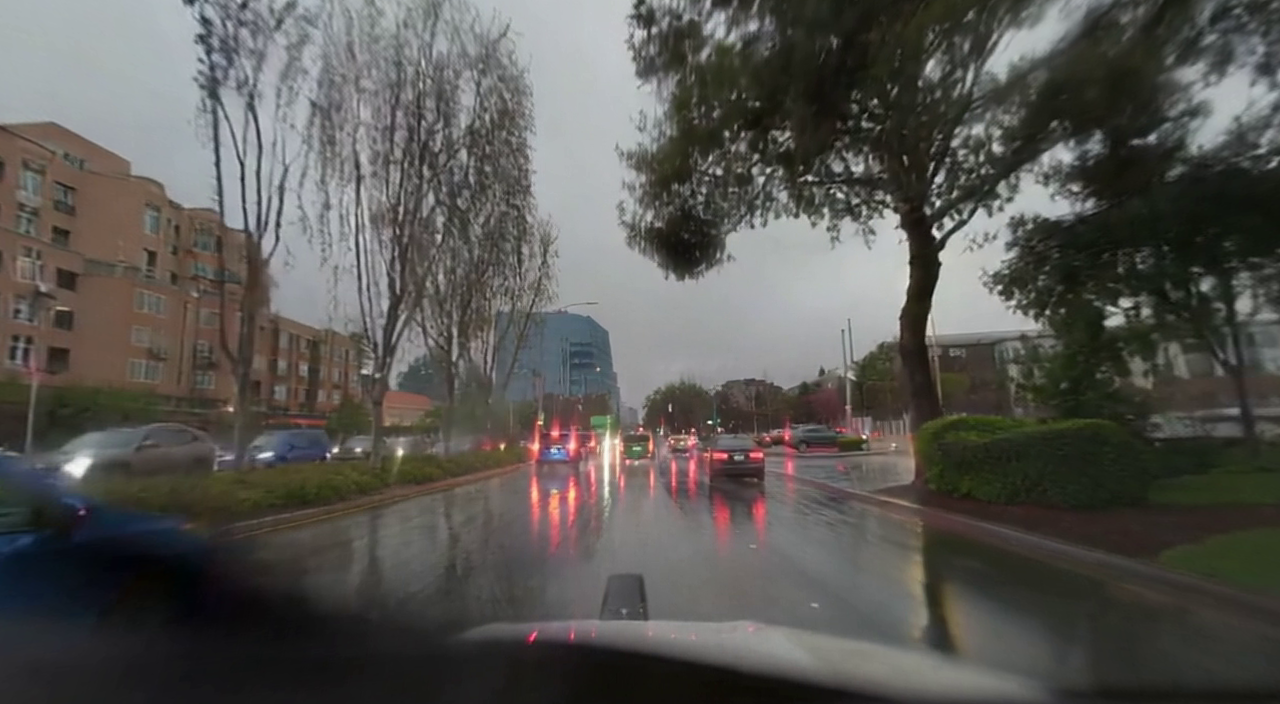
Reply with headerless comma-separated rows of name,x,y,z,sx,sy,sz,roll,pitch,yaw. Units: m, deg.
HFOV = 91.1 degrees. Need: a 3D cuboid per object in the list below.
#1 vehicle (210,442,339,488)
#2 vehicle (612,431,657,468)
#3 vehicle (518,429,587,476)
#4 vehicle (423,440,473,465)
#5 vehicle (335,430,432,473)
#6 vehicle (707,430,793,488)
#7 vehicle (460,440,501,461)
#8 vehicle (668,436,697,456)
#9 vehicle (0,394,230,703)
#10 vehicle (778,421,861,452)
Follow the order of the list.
vehicle,-12.550,3.877,21.939,1.824,1.447,4.442,0,-8,0
vehicle,-0.231,4.743,30.616,2.022,1.700,4.084,0,-8,1
vehicle,-3.438,4.056,25.505,2.047,1.710,4.314,0,-8,2
vehicle,-12.353,6.474,40.679,1.843,1.509,4.301,0,-8,1
vehicle,-12.226,4.808,30.497,2.245,1.908,5.613,0,-8,1
vehicle,3.172,3.172,18.924,1.847,1.554,3.885,0,-8,0
vehicle,-12.184,7.517,48.232,1.924,1.511,4.640,0,-8,0
vehicle,3.229,7.179,48.045,1.948,1.475,4.093,0,-8,0
vehicle,-3.333,0.743,1.176,2.094,1.483,4.510,0,-8,0
vehicle,12.228,5.838,42.985,4.991,1.978,2.090,-8,-12,43
